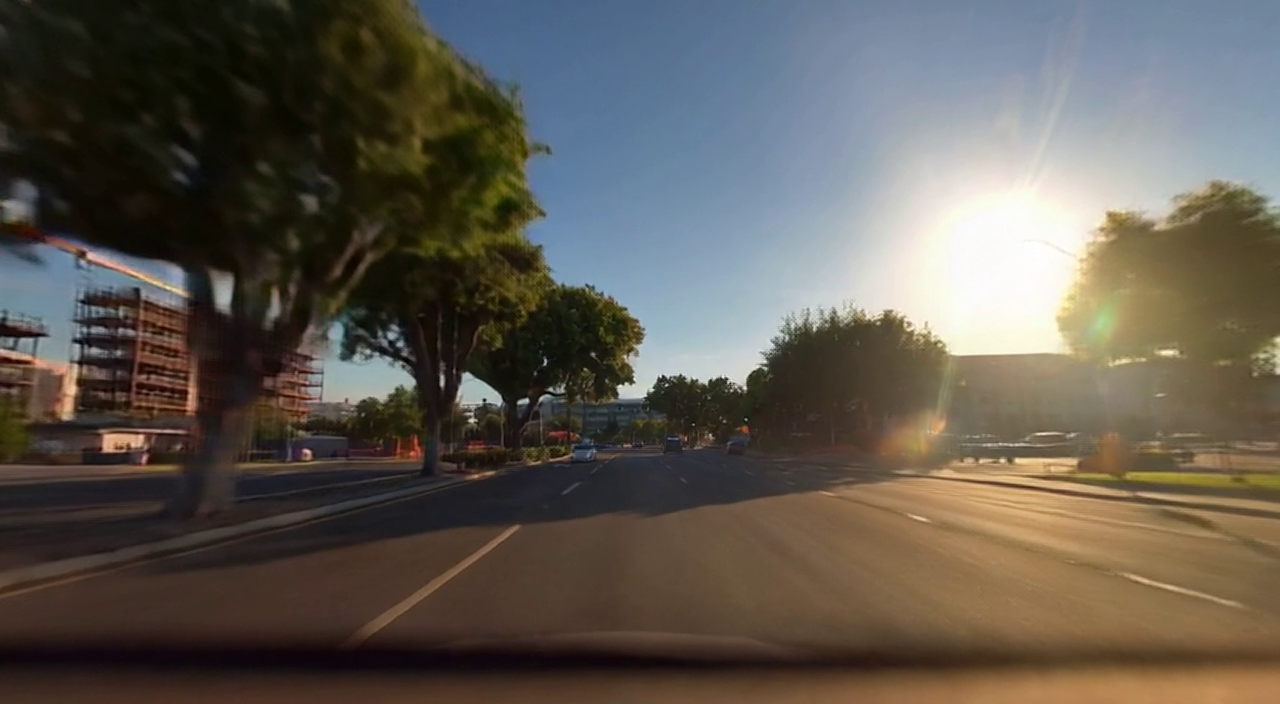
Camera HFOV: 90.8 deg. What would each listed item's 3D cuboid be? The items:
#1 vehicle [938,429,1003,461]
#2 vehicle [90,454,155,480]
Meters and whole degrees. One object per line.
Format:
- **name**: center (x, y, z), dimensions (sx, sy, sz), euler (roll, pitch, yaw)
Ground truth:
- **vehicle**: center (20.499, 5.760, 39.481), dimensions (2.222, 1.742, 5.231), euler (0, -7, 12)
- **vehicle**: center (-30.414, 6.725, 37.088), dimensions (4.351, 1.413, 1.878), euler (-7, -11, 38)
